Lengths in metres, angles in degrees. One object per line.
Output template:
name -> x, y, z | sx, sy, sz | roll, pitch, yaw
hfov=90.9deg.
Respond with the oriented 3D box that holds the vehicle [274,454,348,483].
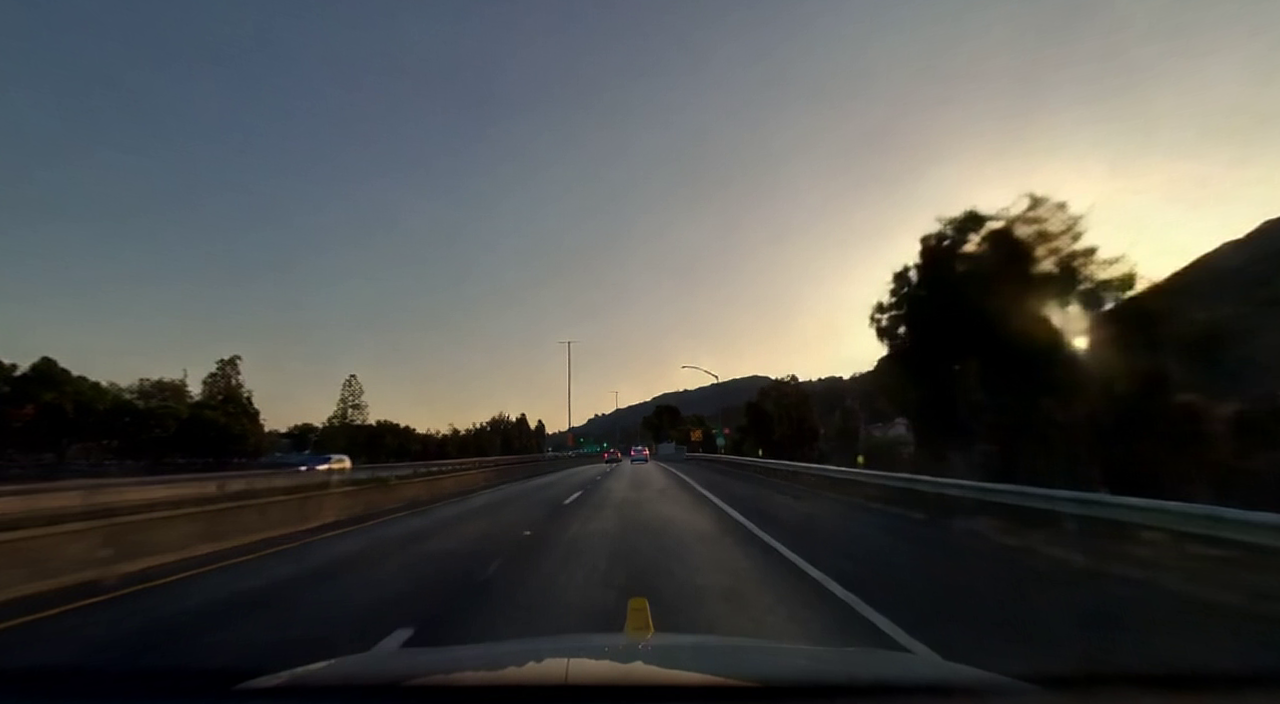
vehicle -> -20.802, 7.369, 40.197 | 2.047, 1.683, 4.959 | 0, -8, 0
